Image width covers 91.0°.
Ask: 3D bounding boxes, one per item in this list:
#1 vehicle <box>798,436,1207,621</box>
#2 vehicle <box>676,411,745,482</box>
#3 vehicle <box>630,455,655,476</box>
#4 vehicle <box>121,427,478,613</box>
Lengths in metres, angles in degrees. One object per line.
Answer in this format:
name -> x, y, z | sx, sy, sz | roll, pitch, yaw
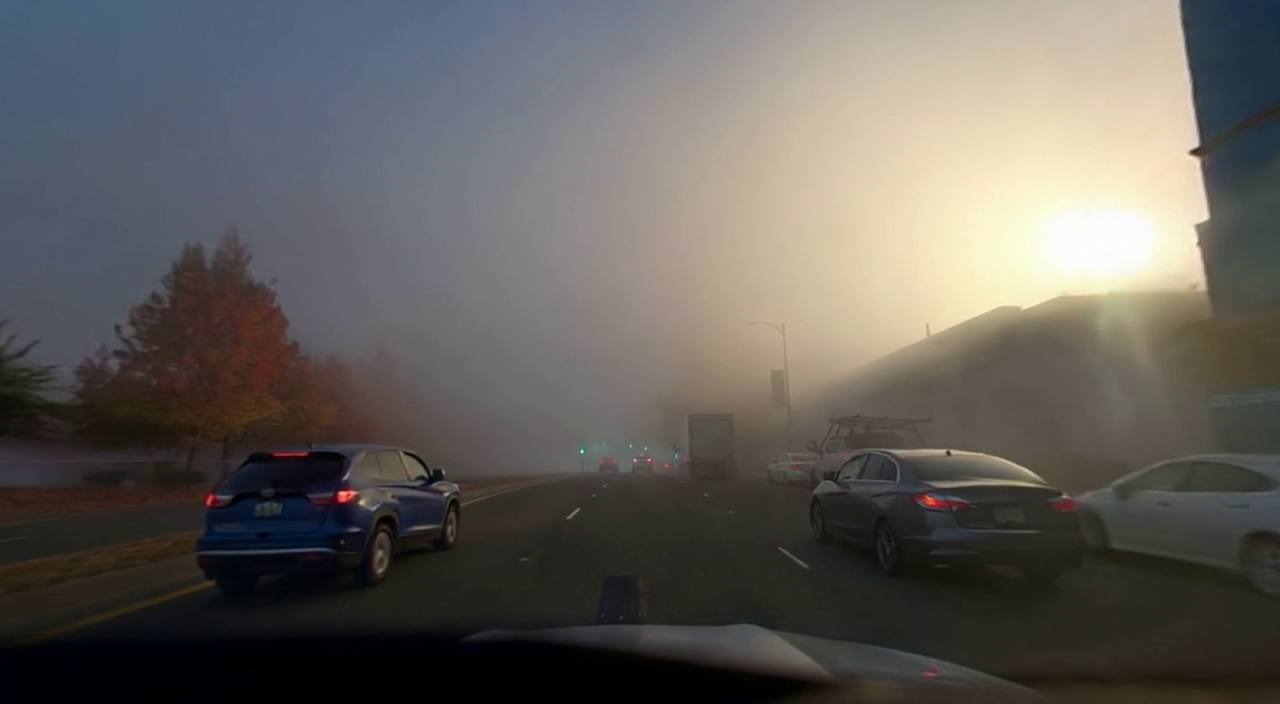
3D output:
vehicle -> 3.538, 1.800, 7.589 | 1.915, 1.449, 4.970 | 0, -9, -1
vehicle -> 4.031, 5.819, 38.681 | 3.003, 3.680, 10.684 | 0, -9, 0
vehicle -> 0.184, 8.975, 49.938 | 1.846, 1.528, 4.348 | 0, -9, 0
vehicle -> -3.458, 1.764, 7.607 | 1.751, 1.540, 4.481 | 0, -9, 1
